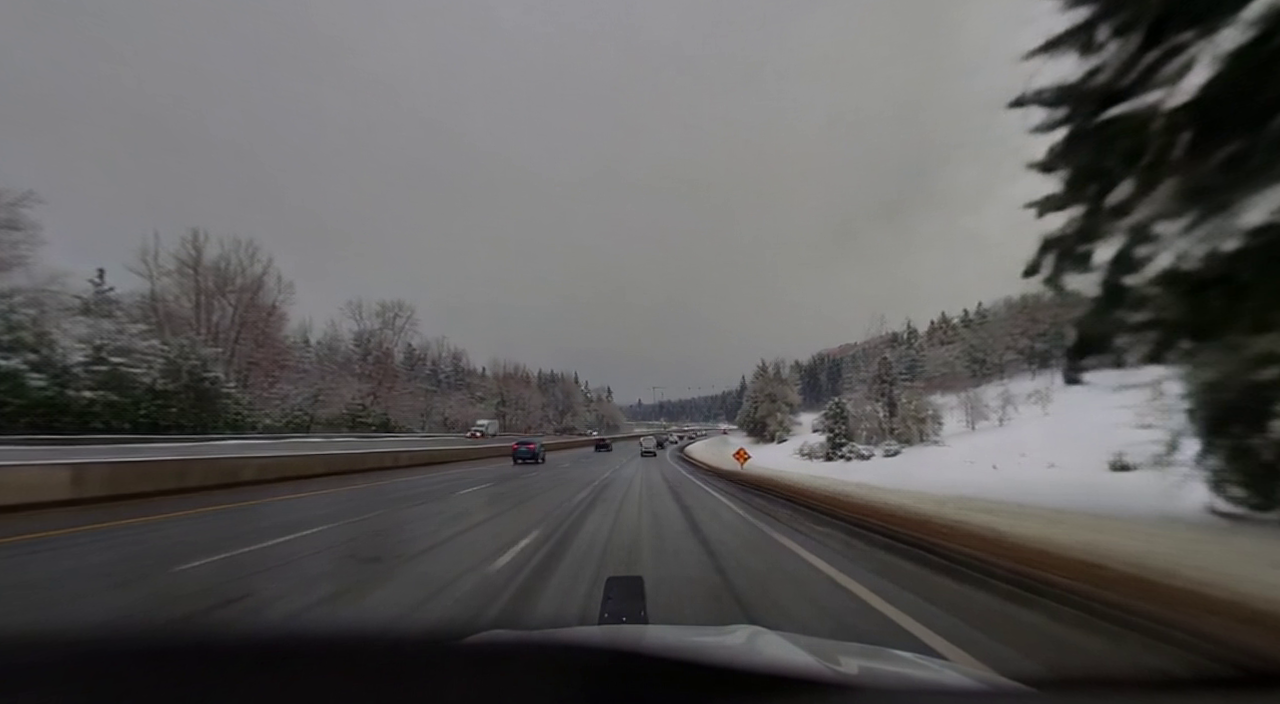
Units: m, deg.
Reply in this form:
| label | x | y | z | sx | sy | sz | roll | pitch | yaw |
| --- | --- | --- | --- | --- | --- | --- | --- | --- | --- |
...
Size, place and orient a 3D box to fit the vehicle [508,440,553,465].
| label | x | y | z | sx | sy | sz | roll | pitch | yaw |
| --- | --- | --- | --- | --- | --- | --- | --- | --- | --- |
| vehicle | -6.886 | 6.372 | 40.151 | 1.966 | 1.488 | 4.243 | -1 | -9 | 2 |
